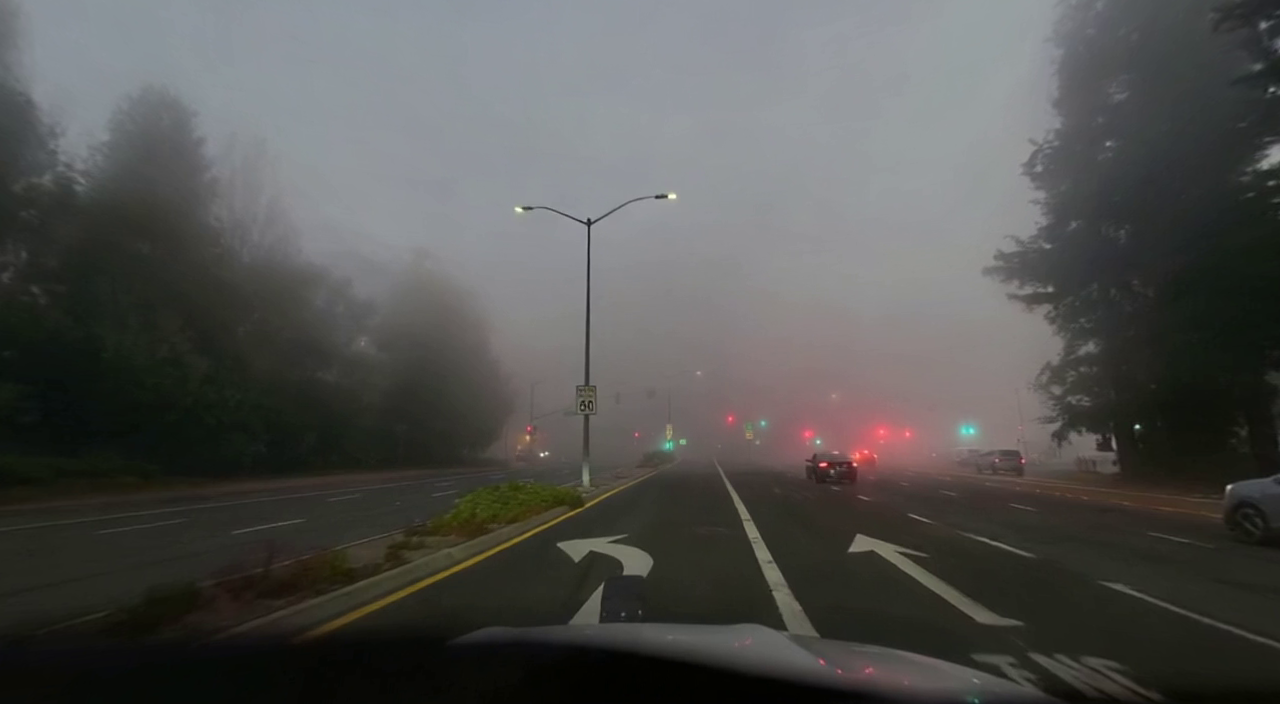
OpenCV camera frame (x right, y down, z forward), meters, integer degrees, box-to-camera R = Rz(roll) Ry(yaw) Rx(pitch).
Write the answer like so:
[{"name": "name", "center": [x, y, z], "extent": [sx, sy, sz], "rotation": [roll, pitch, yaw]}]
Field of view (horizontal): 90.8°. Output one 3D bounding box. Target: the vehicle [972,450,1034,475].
[{"name": "vehicle", "center": [23.708, 7.202, 41.475], "extent": [1.896, 1.524, 4.562], "rotation": [-1, -9, 8]}]
